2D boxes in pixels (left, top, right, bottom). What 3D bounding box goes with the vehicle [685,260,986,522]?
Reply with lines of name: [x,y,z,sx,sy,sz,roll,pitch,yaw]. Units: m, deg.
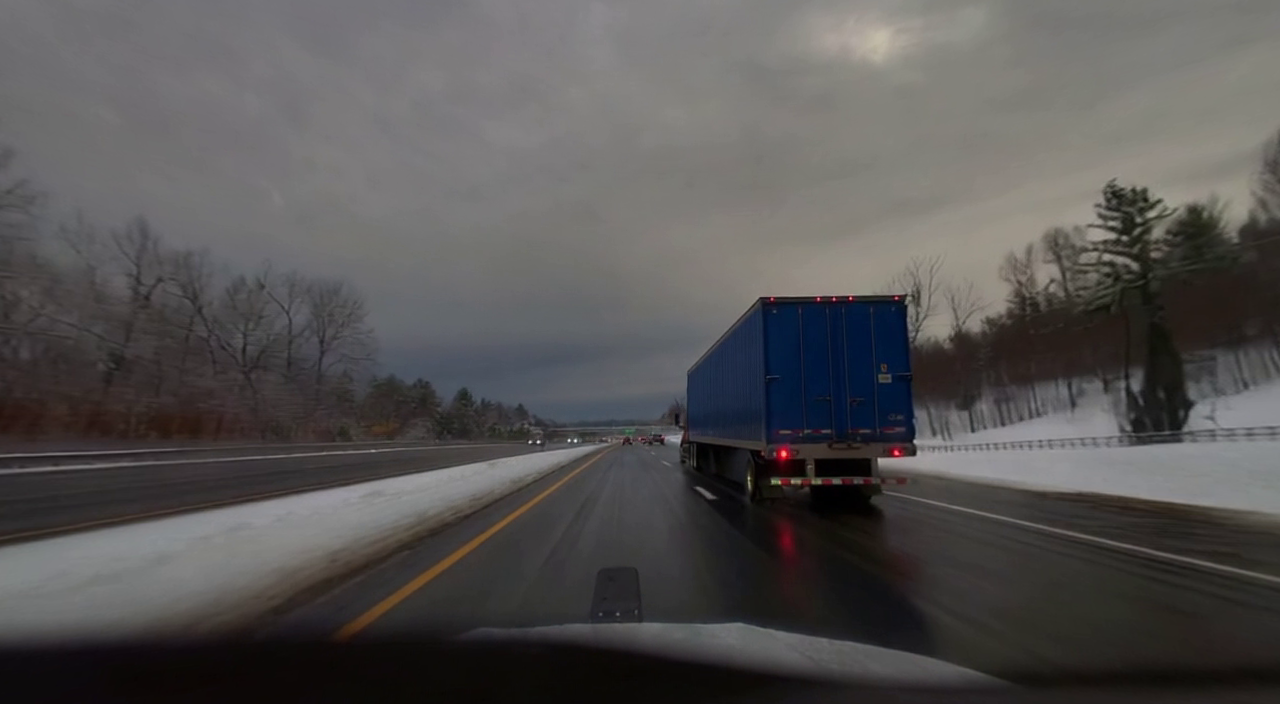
vehicle: [3.736,1.730,18.741,3.203,4.273,17.131,0,-8,-1]
